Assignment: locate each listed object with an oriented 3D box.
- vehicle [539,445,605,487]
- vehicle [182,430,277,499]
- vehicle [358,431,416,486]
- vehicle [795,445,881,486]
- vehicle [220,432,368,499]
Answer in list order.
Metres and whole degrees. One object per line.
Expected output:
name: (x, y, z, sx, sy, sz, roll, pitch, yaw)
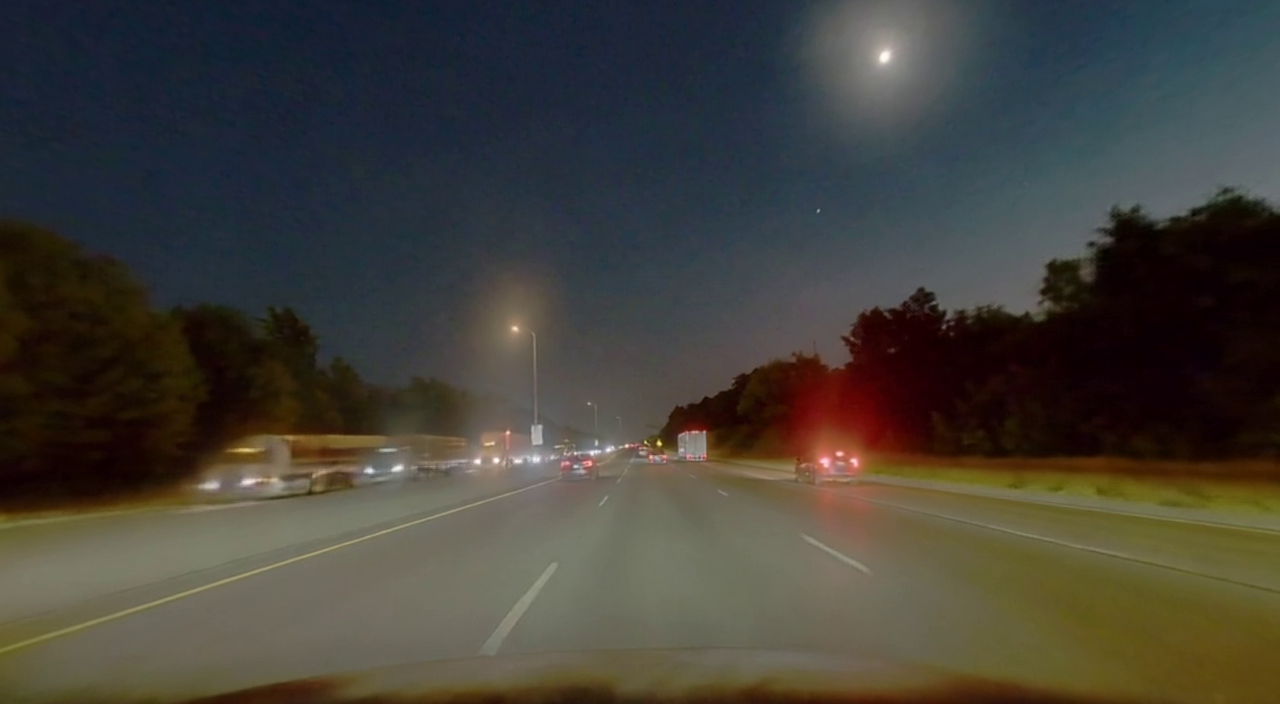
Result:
vehicle: (-2.669, 4.625, 25.863, 2.191, 1.563, 4.318, 0, -9, 1)
vehicle: (-22.470, 6.147, 34.694, 2.913, 3.587, 3.098, 0, -9, 0)
vehicle: (-18.585, 7.822, 46.428, 2.772, 3.823, 3.192, 0, -9, 0)
vehicle: (7.795, 4.505, 25.312, 1.943, 1.493, 4.507, 0, -9, -1)
vehicle: (-22.498, 7.456, 42.333, 2.772, 3.782, 12.488, 0, -9, 0)
